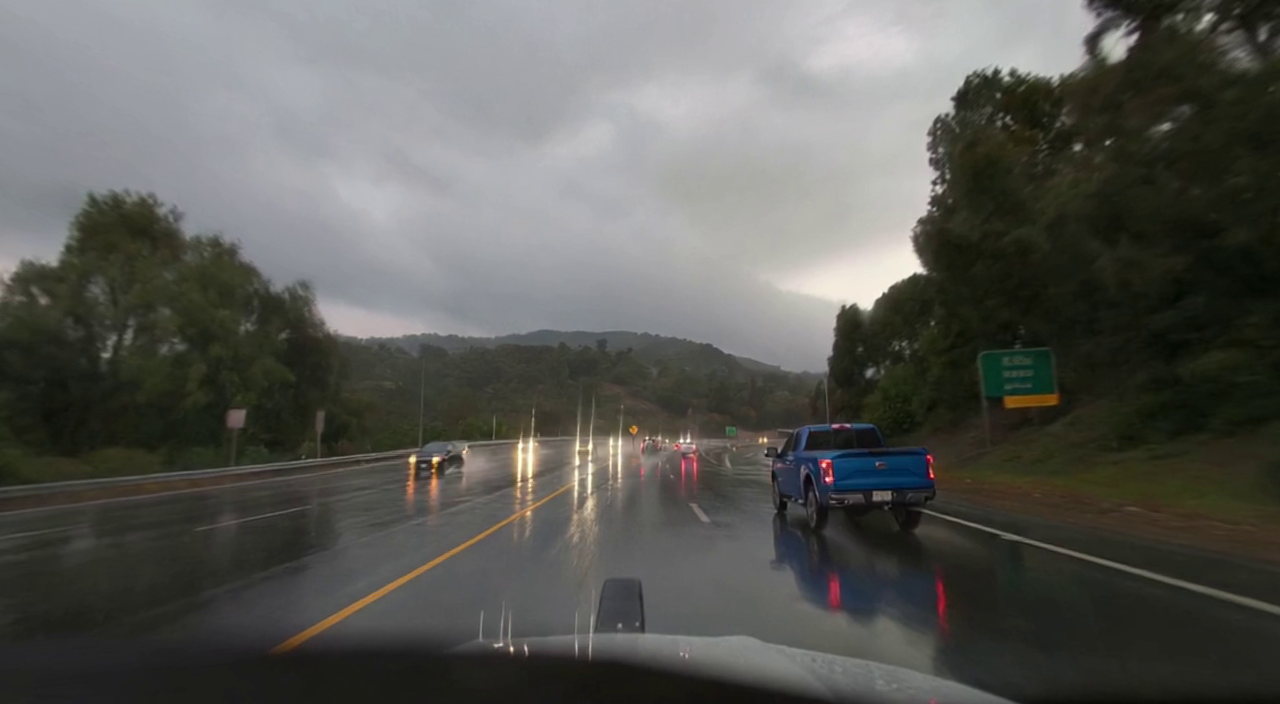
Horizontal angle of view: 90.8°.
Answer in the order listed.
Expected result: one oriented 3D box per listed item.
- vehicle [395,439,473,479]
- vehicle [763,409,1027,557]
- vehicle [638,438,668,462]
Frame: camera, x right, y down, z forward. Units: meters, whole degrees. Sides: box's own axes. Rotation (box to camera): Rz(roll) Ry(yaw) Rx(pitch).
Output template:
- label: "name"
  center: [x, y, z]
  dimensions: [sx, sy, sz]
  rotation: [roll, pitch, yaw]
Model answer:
- label: "vehicle"
  center: [-9.961, 5.198, 31.012]
  dimensions: [2.131, 1.773, 4.837]
  rotation: [0, -9, 0]
- label: "vehicle"
  center: [3.494, 1.915, 9.938]
  dimensions: [2.151, 1.744, 4.709]
  rotation: [0, -9, 0]
- label: "vehicle"
  center: [1.015, 7.570, 49.003]
  dimensions: [2.186, 1.782, 4.100]
  rotation: [0, -9, 1]
